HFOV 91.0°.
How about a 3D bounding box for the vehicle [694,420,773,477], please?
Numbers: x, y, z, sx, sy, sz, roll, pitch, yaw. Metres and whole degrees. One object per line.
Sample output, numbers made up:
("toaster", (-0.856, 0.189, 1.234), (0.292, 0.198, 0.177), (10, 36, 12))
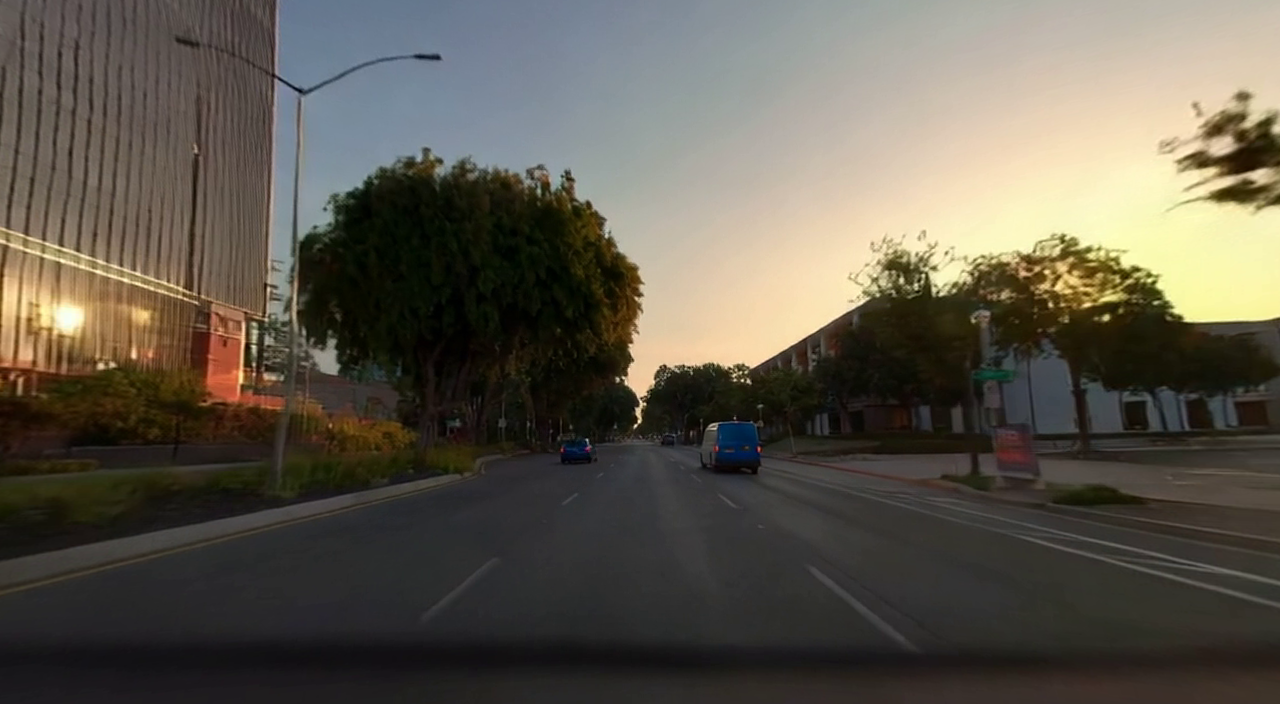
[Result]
("vehicle", (3.417, 3.683, 24.099), (2.200, 1.914, 5.145), (0, -8, 0))

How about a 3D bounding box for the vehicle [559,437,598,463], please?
("vehicle", (-3.651, 5.850, 37.819), (1.864, 1.464, 4.195), (0, -8, 1))
